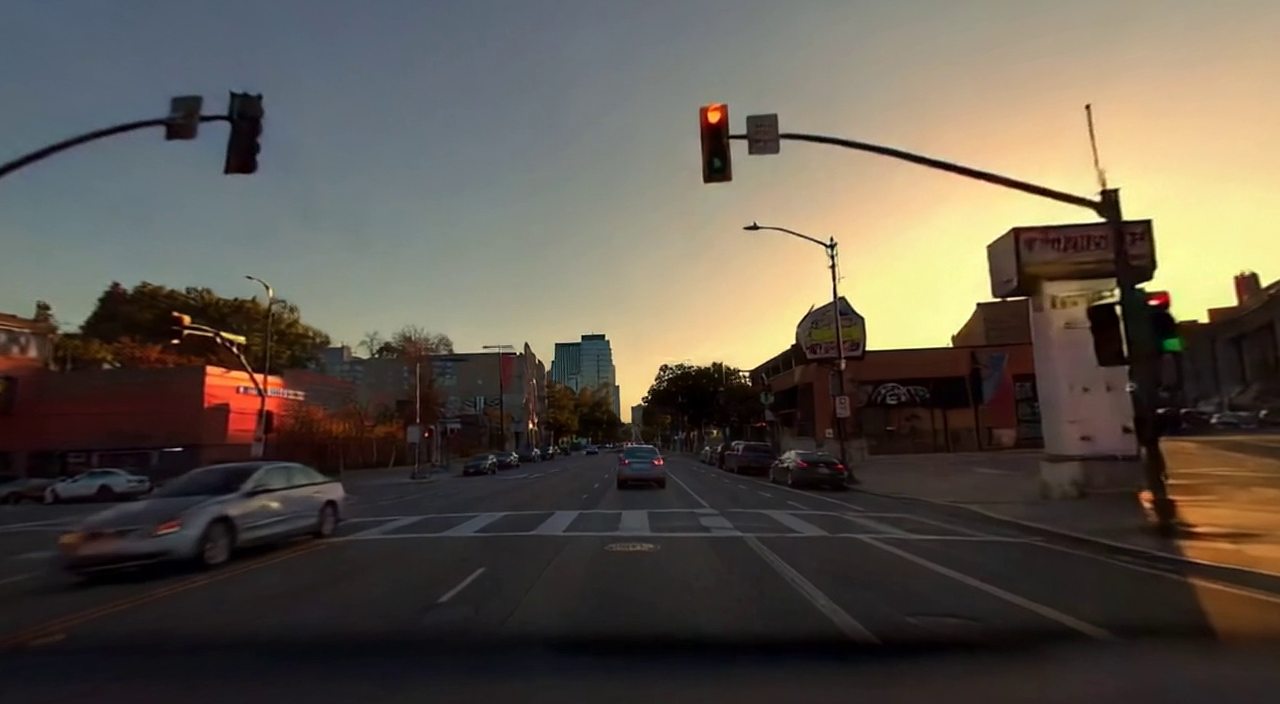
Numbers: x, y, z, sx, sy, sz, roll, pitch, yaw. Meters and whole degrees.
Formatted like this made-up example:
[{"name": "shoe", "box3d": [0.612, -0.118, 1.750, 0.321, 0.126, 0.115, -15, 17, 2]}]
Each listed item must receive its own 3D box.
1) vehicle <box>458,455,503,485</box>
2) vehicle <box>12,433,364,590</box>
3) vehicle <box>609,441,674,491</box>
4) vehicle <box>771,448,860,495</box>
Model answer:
[{"name": "vehicle", "box3d": [-10.776, 7.958, 42.920, 1.887, 1.576, 4.530, -4, -6, -1]}, {"name": "vehicle", "box3d": [-5.872, 2.054, 9.061, 1.918, 1.679, 4.209, 0, -8, 0]}, {"name": "vehicle", "box3d": [0.047, 3.982, 22.404, 2.086, 1.575, 4.205, 0, -8, 0]}, {"name": "vehicle", "box3d": [6.046, 4.146, 22.340, 1.859, 1.470, 4.476, 0, -8, 0]}]
